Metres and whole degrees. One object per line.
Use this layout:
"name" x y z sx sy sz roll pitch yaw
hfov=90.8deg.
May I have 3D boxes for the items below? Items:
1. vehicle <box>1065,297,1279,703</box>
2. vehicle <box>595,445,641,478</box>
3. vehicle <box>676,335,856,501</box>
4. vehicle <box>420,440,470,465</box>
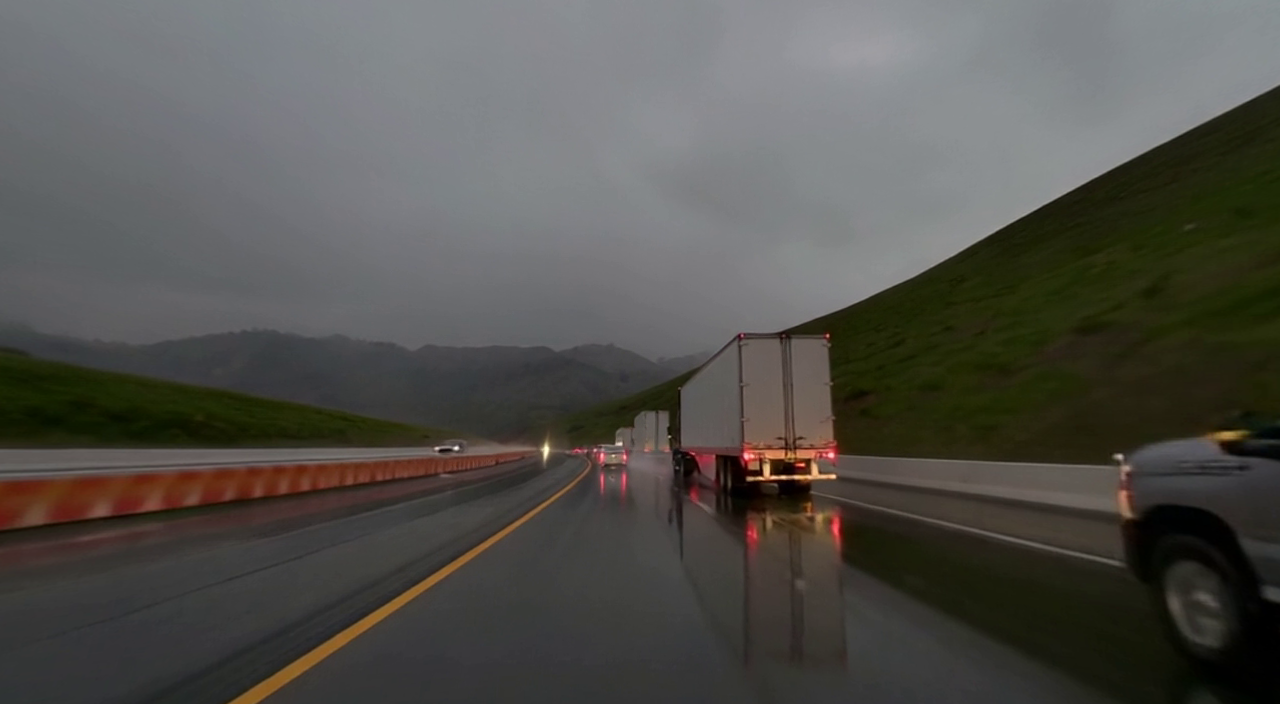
"vehicle" 3.870 0.543 1.476 2.034 1.968 5.221 0 -9 0
"vehicle" -1.050 5.134 29.717 2.029 1.437 3.794 0 -9 -3
"vehicle" 3.499 2.730 22.849 2.911 4.099 14.578 0 -9 -3
"vehicle" -12.065 6.246 39.297 1.882 1.490 4.346 0 -9 -2
